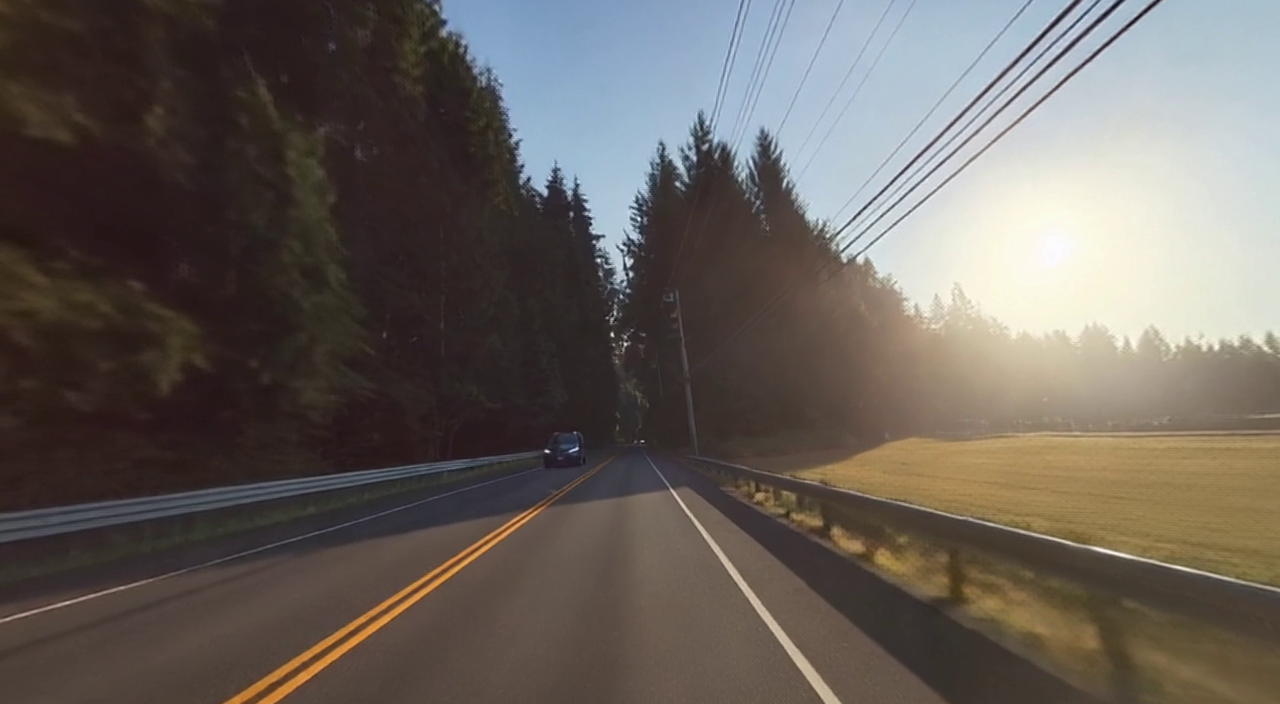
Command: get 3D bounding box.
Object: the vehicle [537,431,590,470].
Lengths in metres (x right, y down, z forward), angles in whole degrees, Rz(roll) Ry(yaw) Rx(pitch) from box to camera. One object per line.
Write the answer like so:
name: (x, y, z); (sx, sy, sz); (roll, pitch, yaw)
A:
vehicle: (-4.147, 5.455, 35.088); (2.331, 1.961, 4.966); (0, -8, 0)
